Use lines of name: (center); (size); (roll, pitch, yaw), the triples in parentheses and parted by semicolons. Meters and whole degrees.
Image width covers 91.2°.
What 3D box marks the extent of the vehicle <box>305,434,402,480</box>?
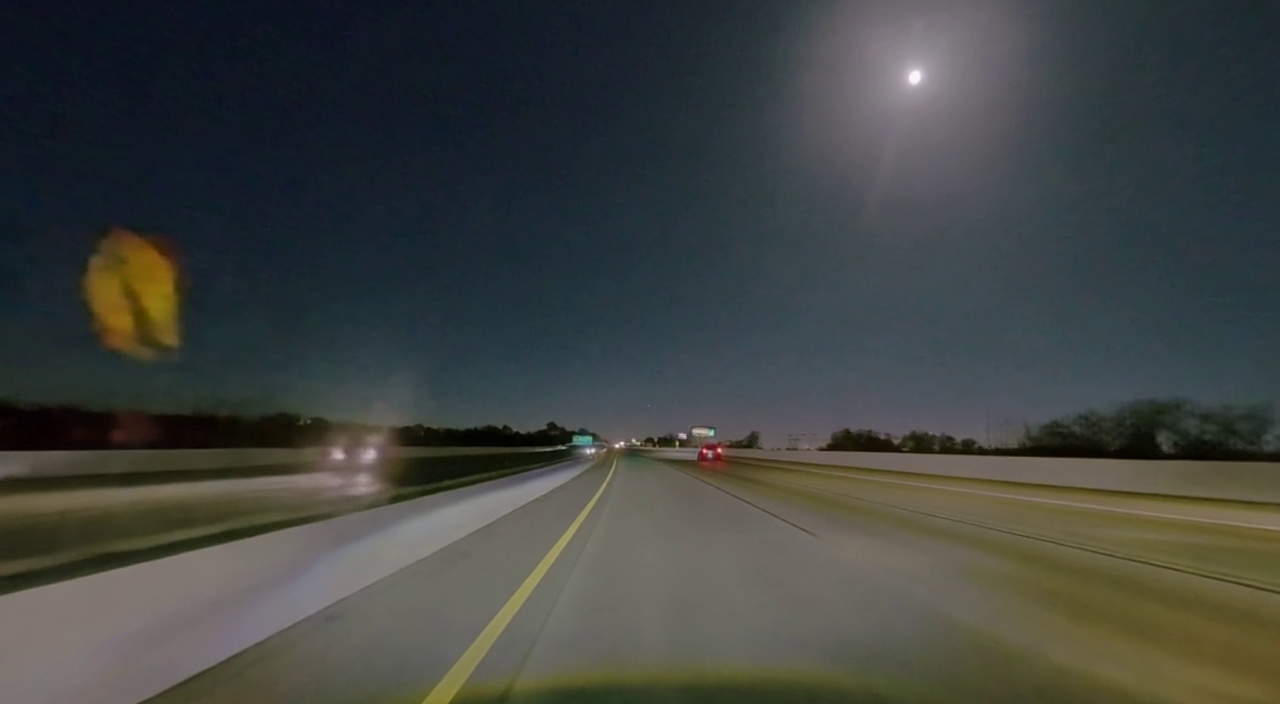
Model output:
vehicle: (-12.073, 4.442, 26.779); (2.106, 1.766, 4.400); (0, -9, -1)
